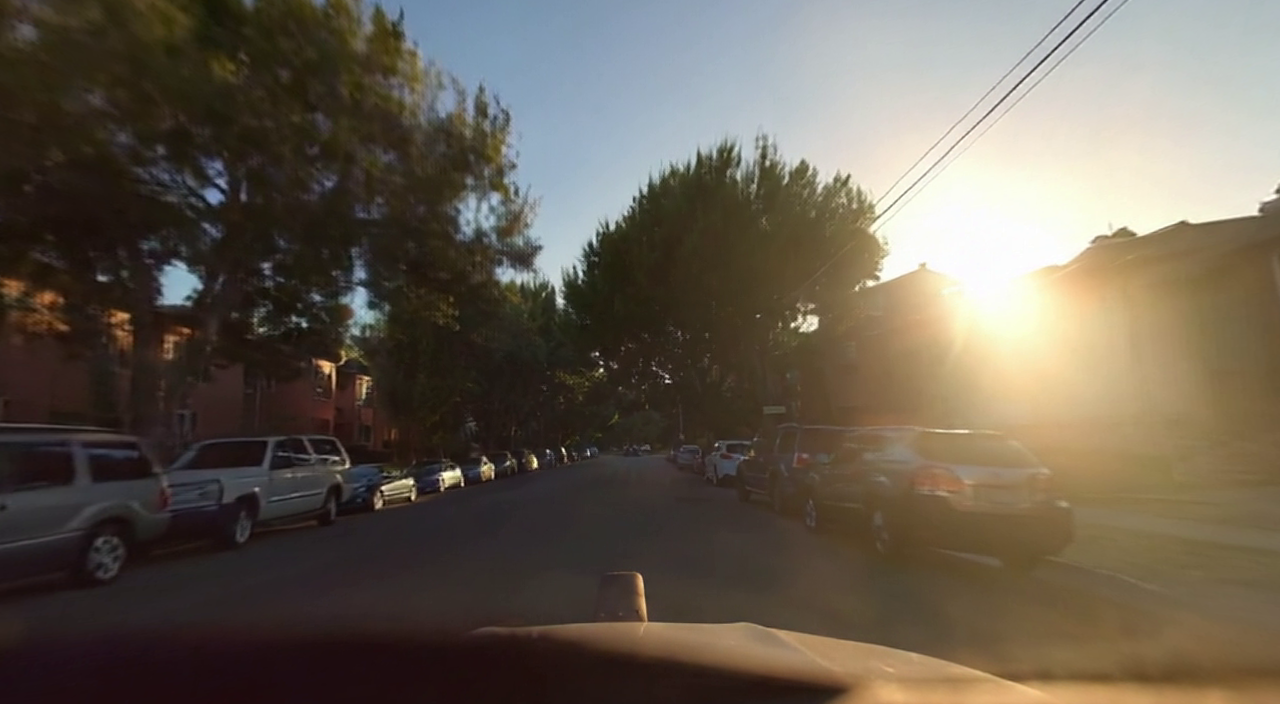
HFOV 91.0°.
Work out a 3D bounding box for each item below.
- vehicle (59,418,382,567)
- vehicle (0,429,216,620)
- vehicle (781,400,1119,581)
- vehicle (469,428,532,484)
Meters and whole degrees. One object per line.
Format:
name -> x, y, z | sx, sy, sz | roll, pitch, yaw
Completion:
vehicle -> -7.382, 2.575, 12.302 | 2.205, 2.051, 6.109 | -3, -10, -1
vehicle -> -7.273, 1.743, 6.245 | 2.384, 1.781, 5.492 | -3, -10, -1
vehicle -> 3.858, 1.849, 9.309 | 2.214, 1.885, 5.268 | 0, -9, -1
vehicle -> -7.625, 5.748, 34.980 | 2.294, 2.707, 6.199 | -2, -9, -2
